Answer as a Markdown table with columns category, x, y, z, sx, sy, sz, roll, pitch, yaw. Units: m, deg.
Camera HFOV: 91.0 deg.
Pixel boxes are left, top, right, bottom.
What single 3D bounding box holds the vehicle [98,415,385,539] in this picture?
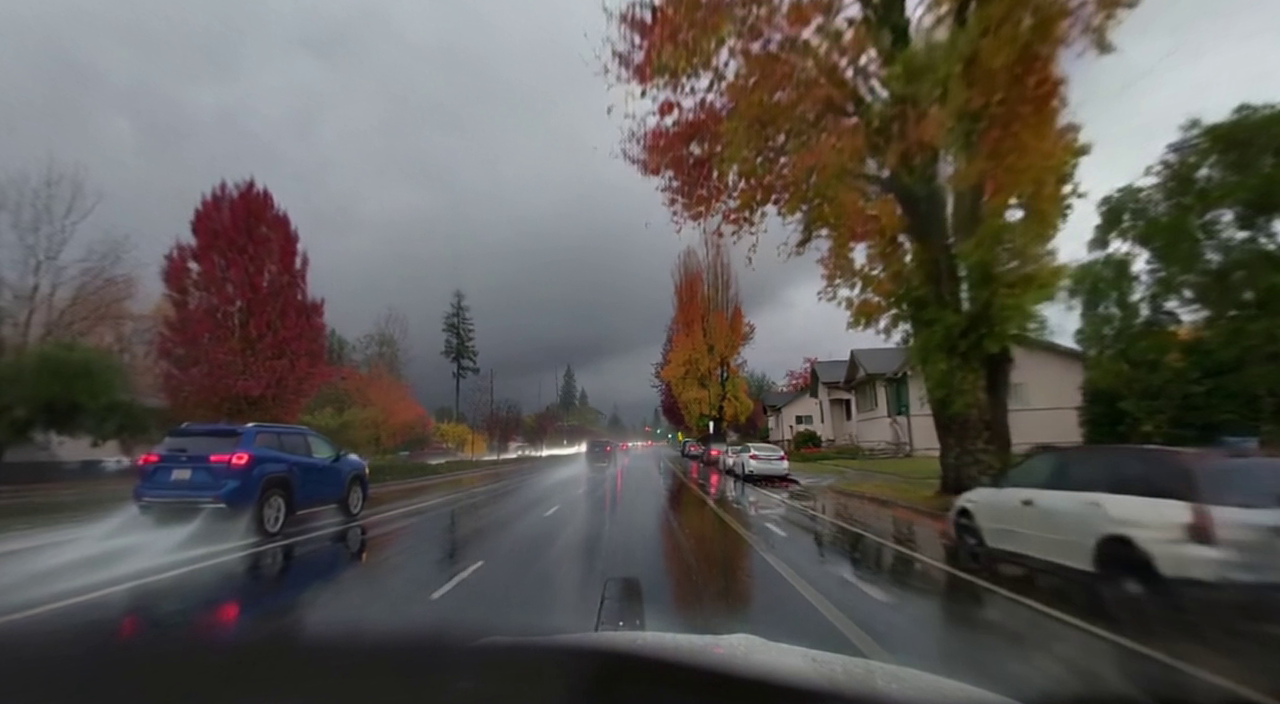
| category | x | y | z | sx | sy | sz | roll | pitch | yaw |
| --- | --- | --- | --- | --- | --- | --- | --- | --- | --- |
| vehicle | -6.519 | 2.095 | 11.150 | 2.034 | 1.711 | 4.512 | 0 | -9 | 1 |

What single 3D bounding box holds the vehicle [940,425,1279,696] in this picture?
| category | x | y | z | sx | sy | sz | roll | pitch | yaw |
| --- | --- | --- | --- | --- | --- | --- | --- | --- | --- |
| vehicle | 4.603 | 1.480 | 5.520 | 1.939 | 1.504 | 4.189 | 0 | -9 | 1 |

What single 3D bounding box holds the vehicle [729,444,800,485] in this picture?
| category | x | y | z | sx | sy | sz | roll | pitch | yaw |
| --- | --- | --- | --- | --- | --- | --- | --- | --- | --- |
| vehicle | 5.016 | 4.573 | 26.040 | 1.952 | 1.505 | 4.713 | 0 | -9 | 0 |
